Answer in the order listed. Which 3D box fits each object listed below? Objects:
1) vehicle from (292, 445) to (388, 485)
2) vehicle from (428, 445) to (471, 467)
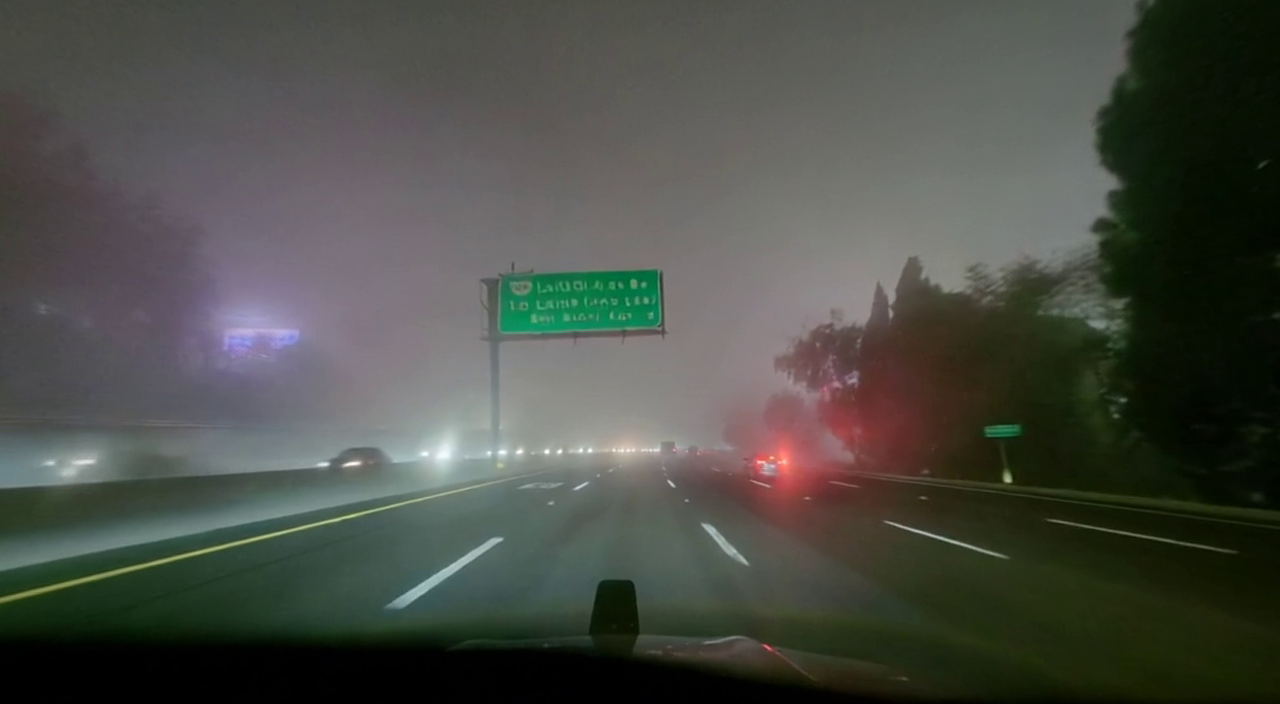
[{"bbox_3d":[-12.188,4.586,25.986,1.880,1.469,4.087,0,-9,1],"label":"vehicle"},{"bbox_3d":[-14.968,8.181,49.874,1.867,1.588,4.237,-1,-9,2],"label":"vehicle"}]
